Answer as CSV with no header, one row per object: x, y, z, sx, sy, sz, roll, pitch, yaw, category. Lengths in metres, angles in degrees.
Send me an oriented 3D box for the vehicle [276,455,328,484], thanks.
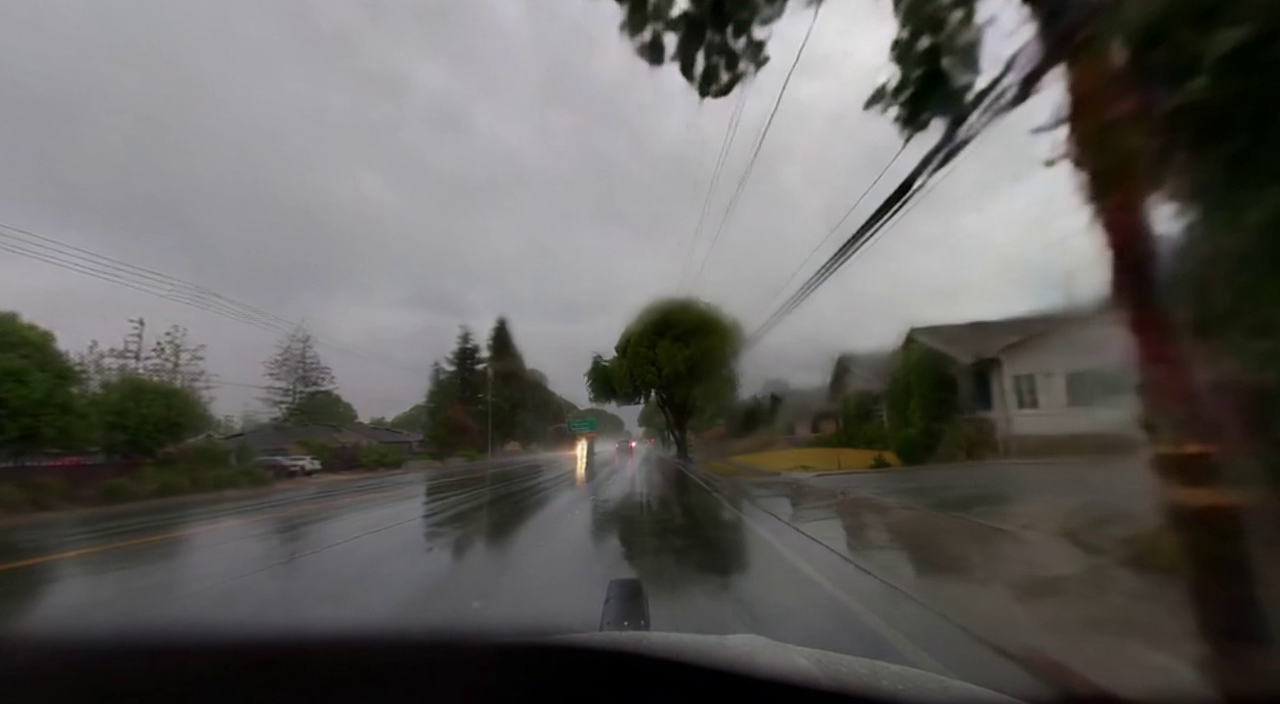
-22.182,7.667,41.538,1.891,1.703,4.976,2,-9,-16,vehicle

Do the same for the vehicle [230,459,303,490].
-21.012,6.905,35.696,1.854,1.504,4.436,1,-8,-7,vehicle
